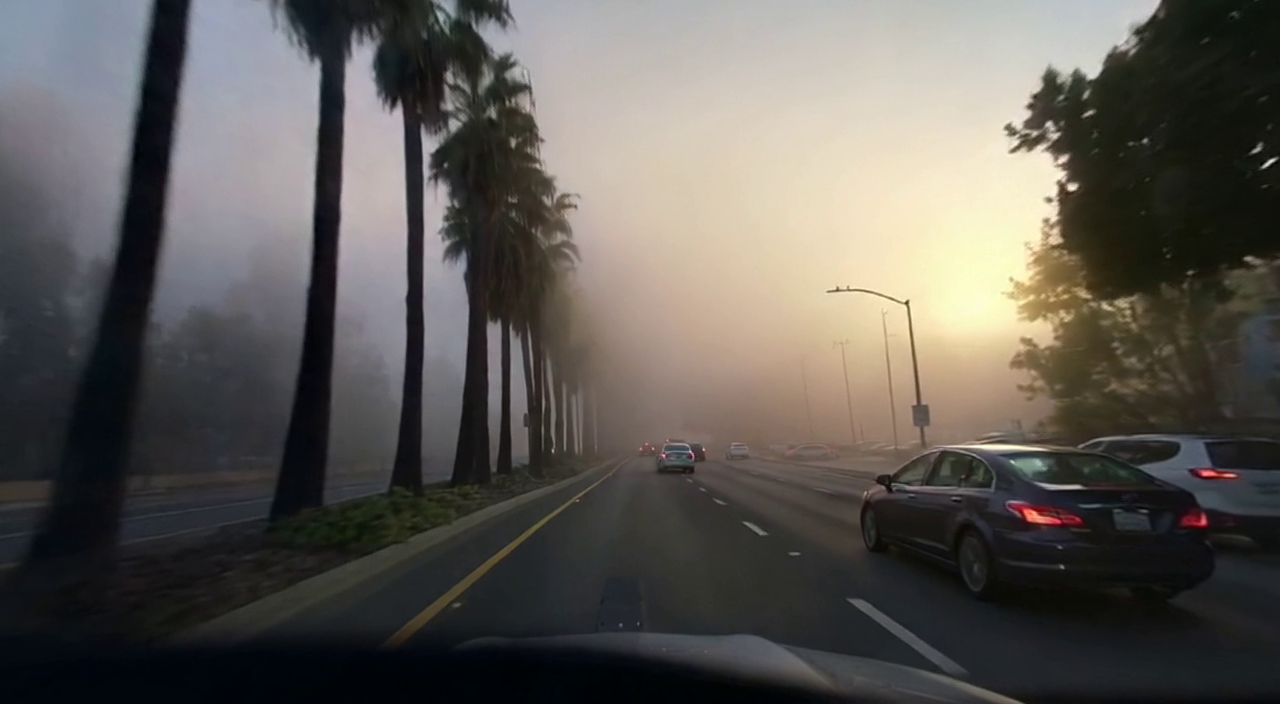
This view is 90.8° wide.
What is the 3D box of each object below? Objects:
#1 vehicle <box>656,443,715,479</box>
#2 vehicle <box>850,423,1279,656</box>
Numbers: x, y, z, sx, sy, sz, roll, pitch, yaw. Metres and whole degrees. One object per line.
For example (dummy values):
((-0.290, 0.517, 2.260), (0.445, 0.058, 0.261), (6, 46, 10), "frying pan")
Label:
((1.916, 4.745, 27.942), (2.031, 1.444, 4.361), (1, -8, -3), "vehicle")
((3.811, 1.513, 6.279), (1.875, 1.452, 4.453), (0, -8, -1), "vehicle")
